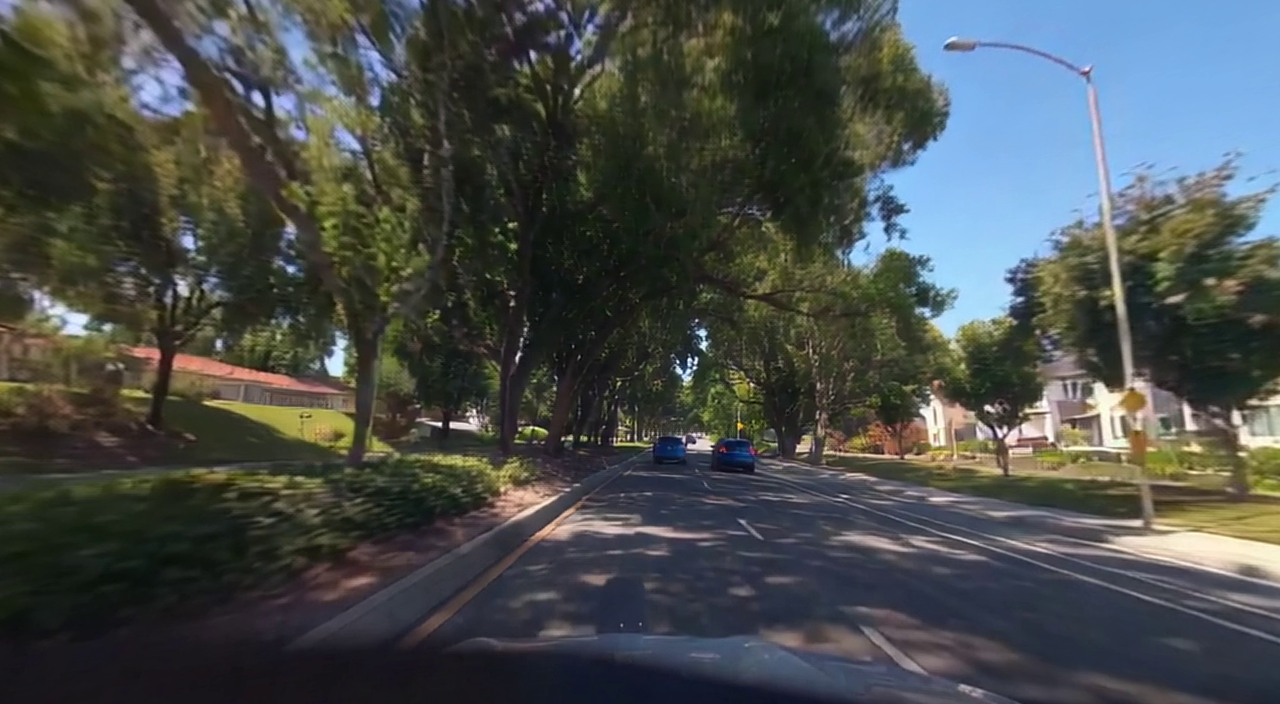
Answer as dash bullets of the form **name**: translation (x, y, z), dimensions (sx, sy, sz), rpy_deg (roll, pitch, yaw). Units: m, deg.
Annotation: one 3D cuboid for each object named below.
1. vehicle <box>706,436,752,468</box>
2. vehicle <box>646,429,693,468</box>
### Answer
- **vehicle**: translation (4.835, 5.477, 34.529), dimensions (1.971, 1.663, 4.287), rpy_deg (0, -8, 1)
- **vehicle**: translation (1.448, 4.907, 31.987), dimensions (2.251, 1.822, 4.391), rpy_deg (0, -8, 1)
